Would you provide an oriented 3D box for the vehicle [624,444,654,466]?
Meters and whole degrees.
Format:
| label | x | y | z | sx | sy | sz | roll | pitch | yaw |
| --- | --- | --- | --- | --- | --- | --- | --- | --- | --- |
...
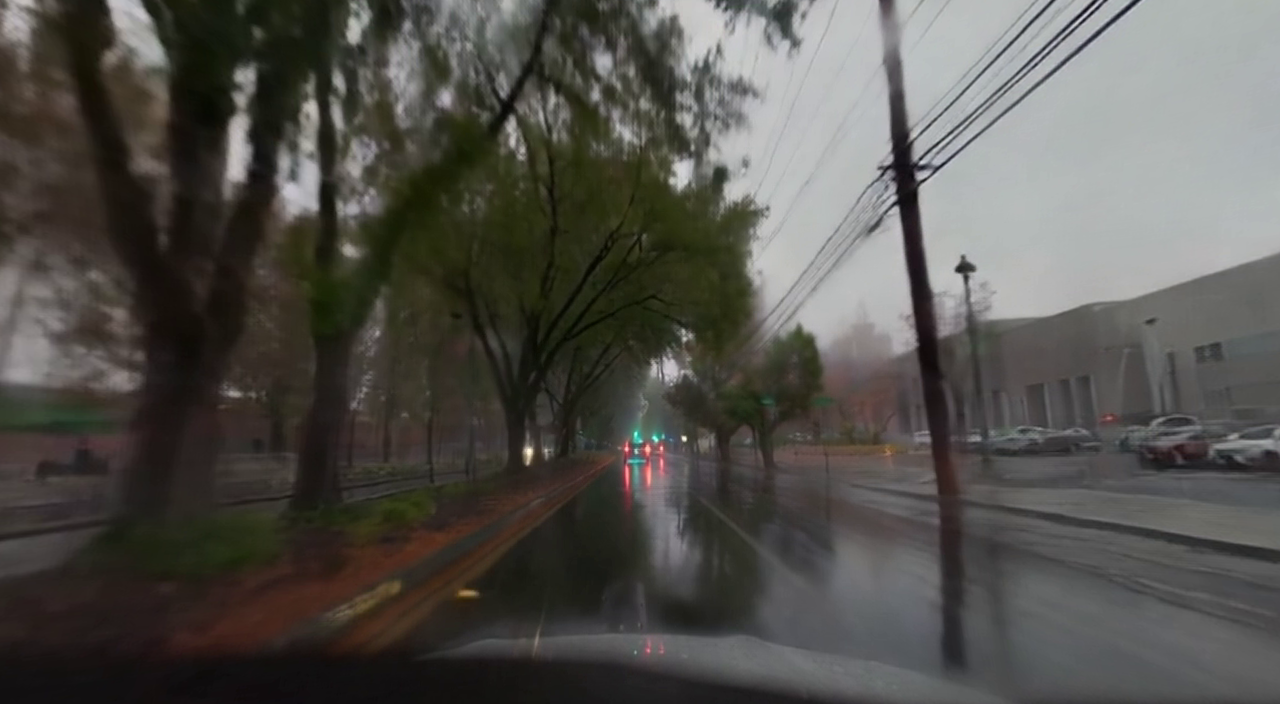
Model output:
| label | x | y | z | sx | sy | sz | roll | pitch | yaw |
| --- | --- | --- | --- | --- | --- | --- | --- | --- | --- |
| vehicle | -0.090 | 7.507 | 46.243 | 2.109 | 1.501 | 4.042 | 0 | -8 | -1 |

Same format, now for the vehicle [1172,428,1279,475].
| label | x | y | z | sx | sy | sz | roll | pitch | yaw |
| --- | --- | --- | --- | --- | --- | --- | --- | --- | --- |
| vehicle | 25.873 | 4.143 | 26.256 | 2.189 | 1.805 | 5.633 | 0 | -10 | -6 |
